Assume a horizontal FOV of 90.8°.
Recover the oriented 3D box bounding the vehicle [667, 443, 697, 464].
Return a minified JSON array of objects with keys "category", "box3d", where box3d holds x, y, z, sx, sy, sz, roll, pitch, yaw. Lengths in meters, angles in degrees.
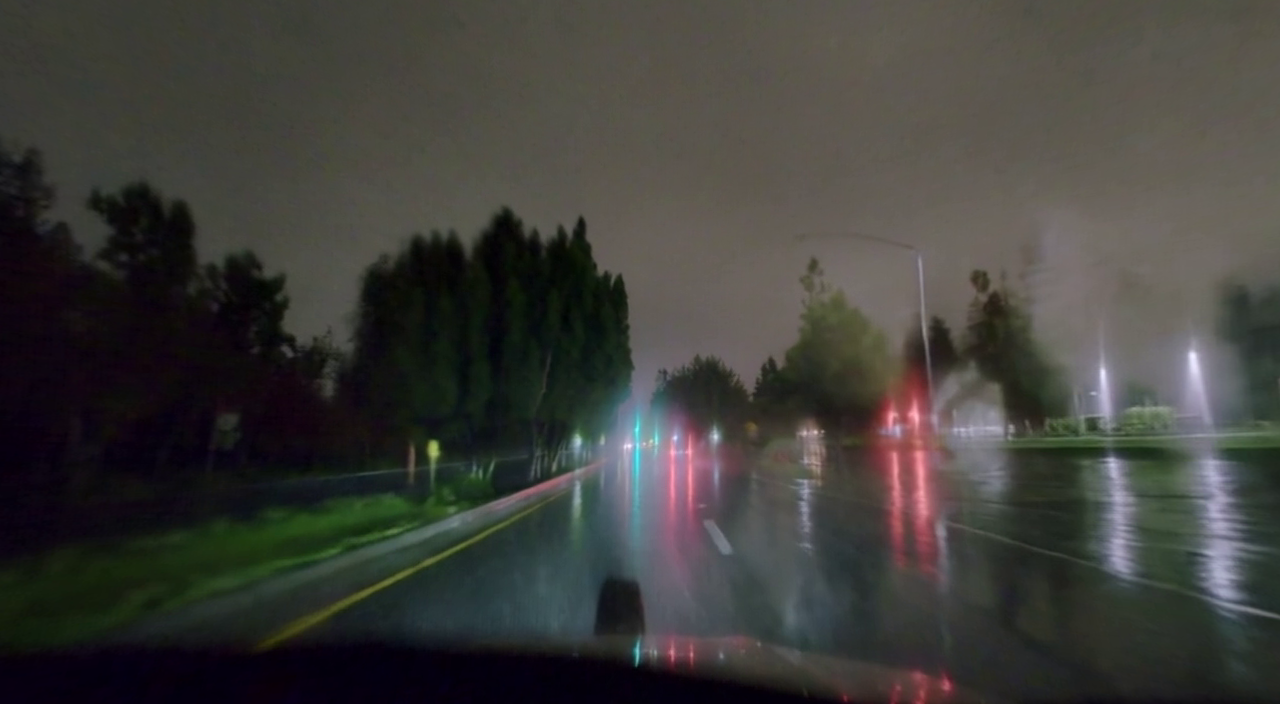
[{"category":"vehicle","box3d":[3.200,7.801,48.657,1.925,1.488,4.271,0,-8,-1]}]
